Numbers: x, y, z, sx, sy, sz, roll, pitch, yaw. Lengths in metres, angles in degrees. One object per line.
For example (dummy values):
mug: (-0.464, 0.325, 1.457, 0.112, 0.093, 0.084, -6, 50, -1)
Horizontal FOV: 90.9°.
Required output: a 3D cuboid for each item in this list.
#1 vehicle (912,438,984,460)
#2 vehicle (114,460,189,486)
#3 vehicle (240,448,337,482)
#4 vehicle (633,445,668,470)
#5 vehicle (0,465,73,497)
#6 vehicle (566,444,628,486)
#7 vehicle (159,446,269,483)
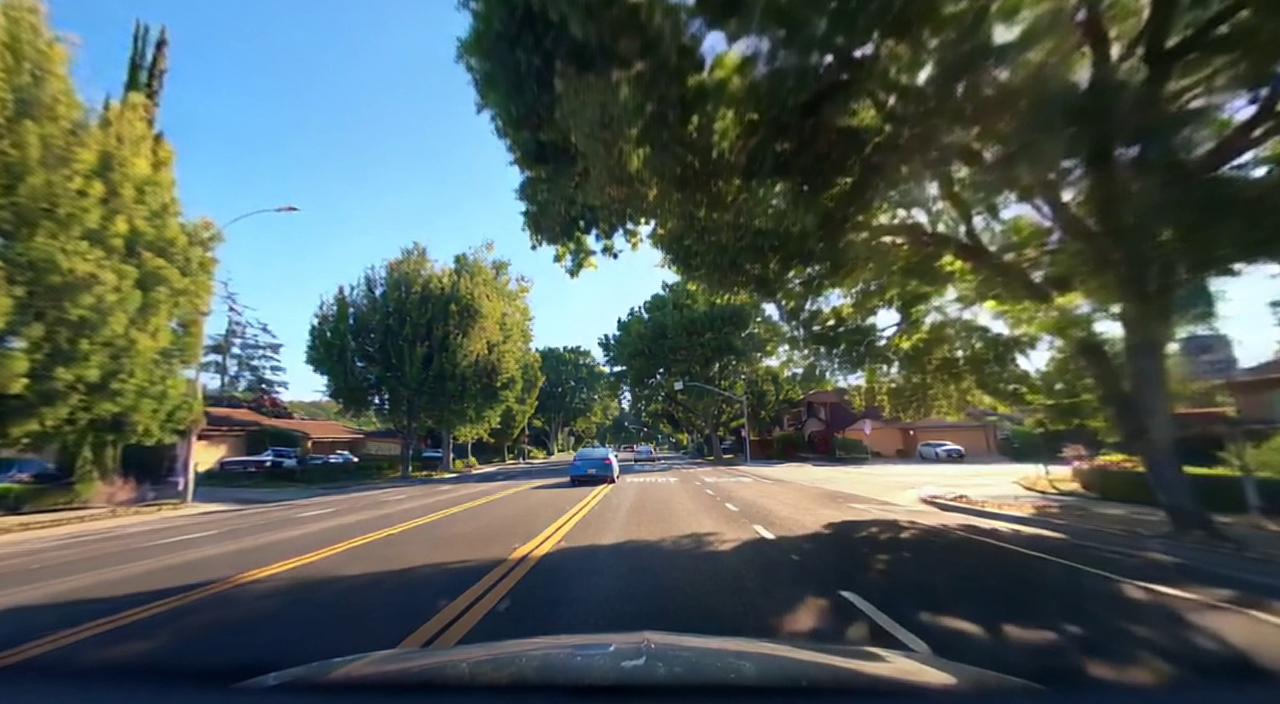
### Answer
vehicle: (23.065, 7.299, 47.289, 4.318, 1.601, 1.975, 0, -9, -4)
vehicle: (-33.129, 8.176, 42.867, 1.774, 1.484, 3.684, -5, -9, 13)
vehicle: (-22.359, 7.203, 40.439, 2.173, 1.849, 5.752, -5, -9, 12)
vehicle: (0.682, 6.989, 41.919, 2.226, 1.505, 4.128, 0, -9, 0)
vehicle: (-30.655, 6.214, 30.285, 1.874, 1.393, 4.724, -2, -9, 14)
vehicle: (-1.626, 4.376, 24.787, 2.158, 1.469, 4.909, 0, -9, -3)
vehicle: (-27.827, 7.348, 41.534, 2.161, 2.233, 5.937, -3, -9, 14)
